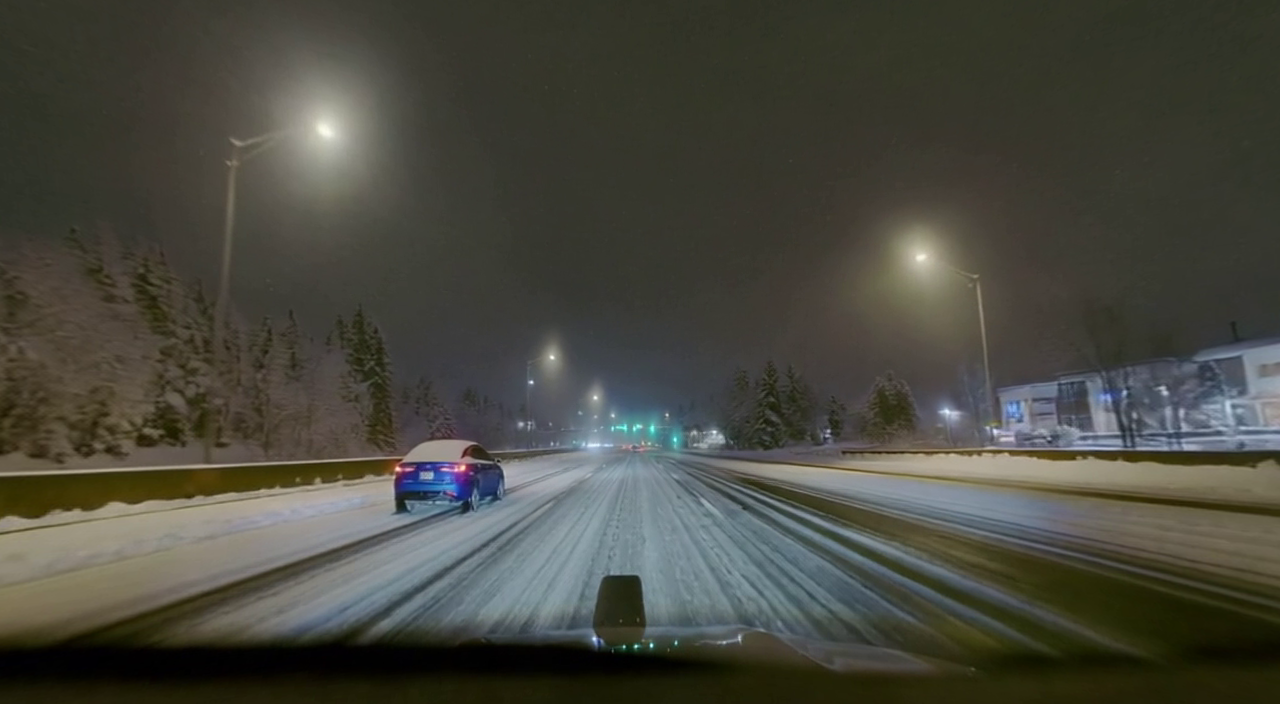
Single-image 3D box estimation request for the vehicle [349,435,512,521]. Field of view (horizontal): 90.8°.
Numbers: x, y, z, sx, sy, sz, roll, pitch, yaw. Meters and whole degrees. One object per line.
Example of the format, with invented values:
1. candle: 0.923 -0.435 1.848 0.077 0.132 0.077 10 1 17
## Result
1. vehicle: -4.133 2.545 13.347 1.900 1.492 4.495 0 -9 0
